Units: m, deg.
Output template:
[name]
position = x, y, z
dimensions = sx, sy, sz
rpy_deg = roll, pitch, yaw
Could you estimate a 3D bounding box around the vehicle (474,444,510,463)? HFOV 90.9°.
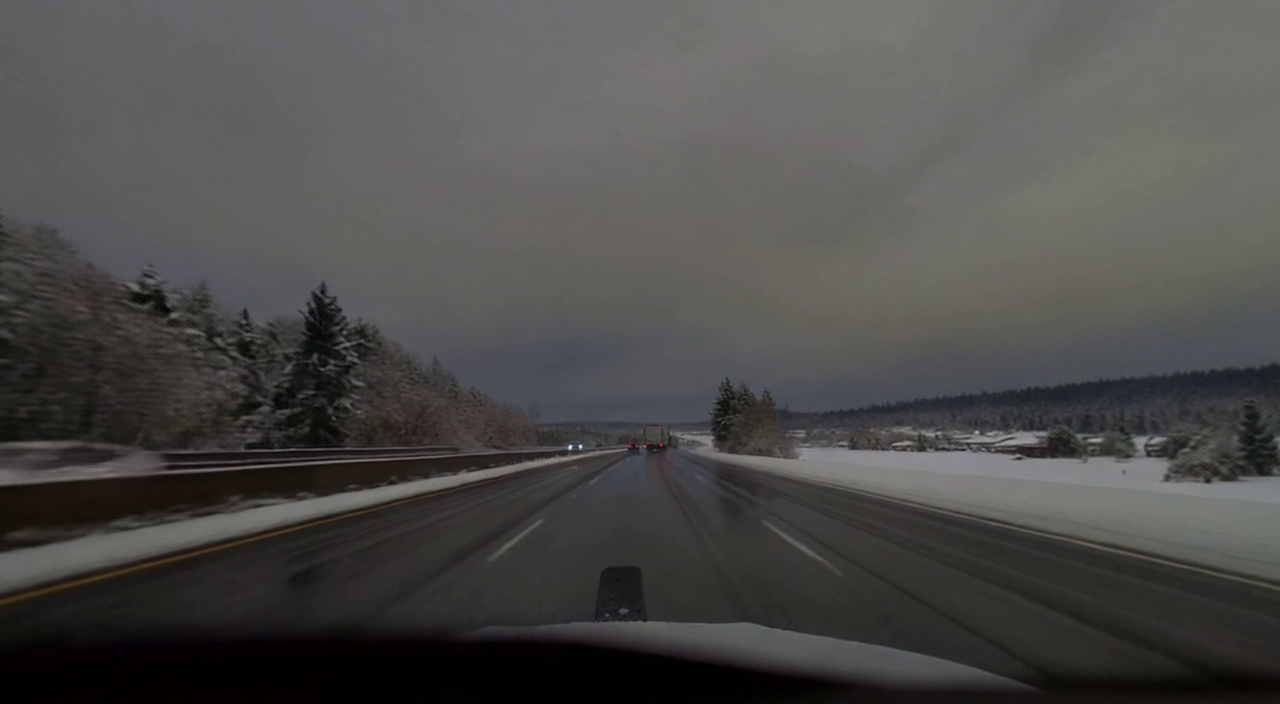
[vehicle]
position = -11.459, 7.887, 48.992
dimensions = 1.761, 1.451, 3.782
rpy_deg = 0, -9, 1
